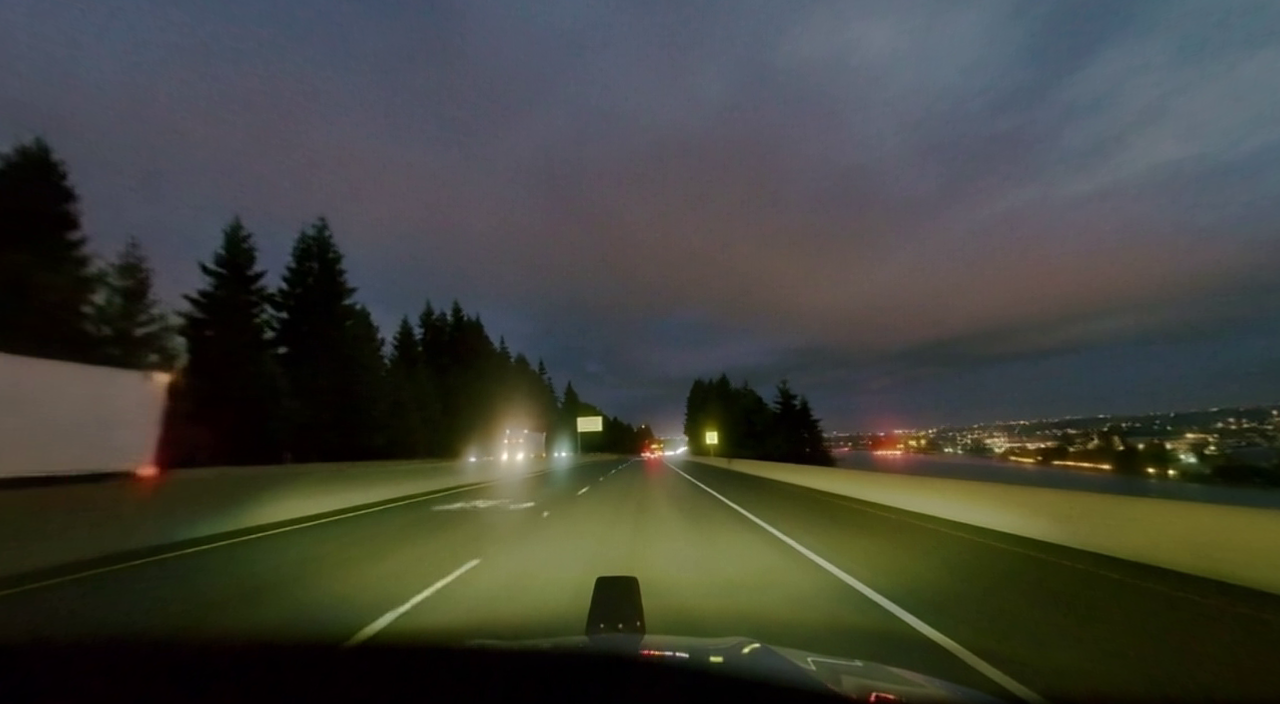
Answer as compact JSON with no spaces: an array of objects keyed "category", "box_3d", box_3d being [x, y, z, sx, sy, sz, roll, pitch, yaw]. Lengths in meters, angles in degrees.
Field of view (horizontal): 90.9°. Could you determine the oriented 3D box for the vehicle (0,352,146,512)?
[{"category":"vehicle","box_3d":[-16.863,1.649,13.416,2.895,3.804,11.880,0,-9,1]}]
